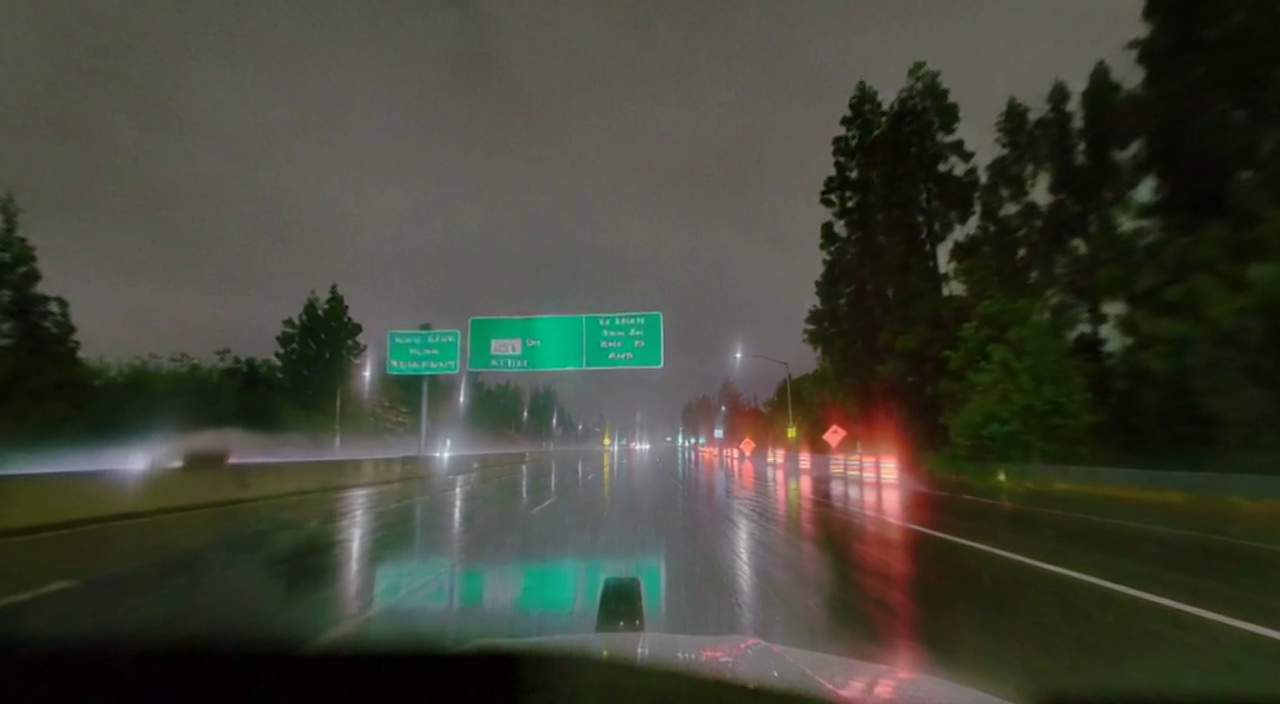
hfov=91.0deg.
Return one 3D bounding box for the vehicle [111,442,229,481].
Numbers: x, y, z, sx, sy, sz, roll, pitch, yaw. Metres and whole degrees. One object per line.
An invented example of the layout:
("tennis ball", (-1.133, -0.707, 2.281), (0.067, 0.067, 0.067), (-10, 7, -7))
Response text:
("vehicle", (-23.224, 5.411, 31.419), (2.095, 1.759, 4.794), (0, -8, 0))
